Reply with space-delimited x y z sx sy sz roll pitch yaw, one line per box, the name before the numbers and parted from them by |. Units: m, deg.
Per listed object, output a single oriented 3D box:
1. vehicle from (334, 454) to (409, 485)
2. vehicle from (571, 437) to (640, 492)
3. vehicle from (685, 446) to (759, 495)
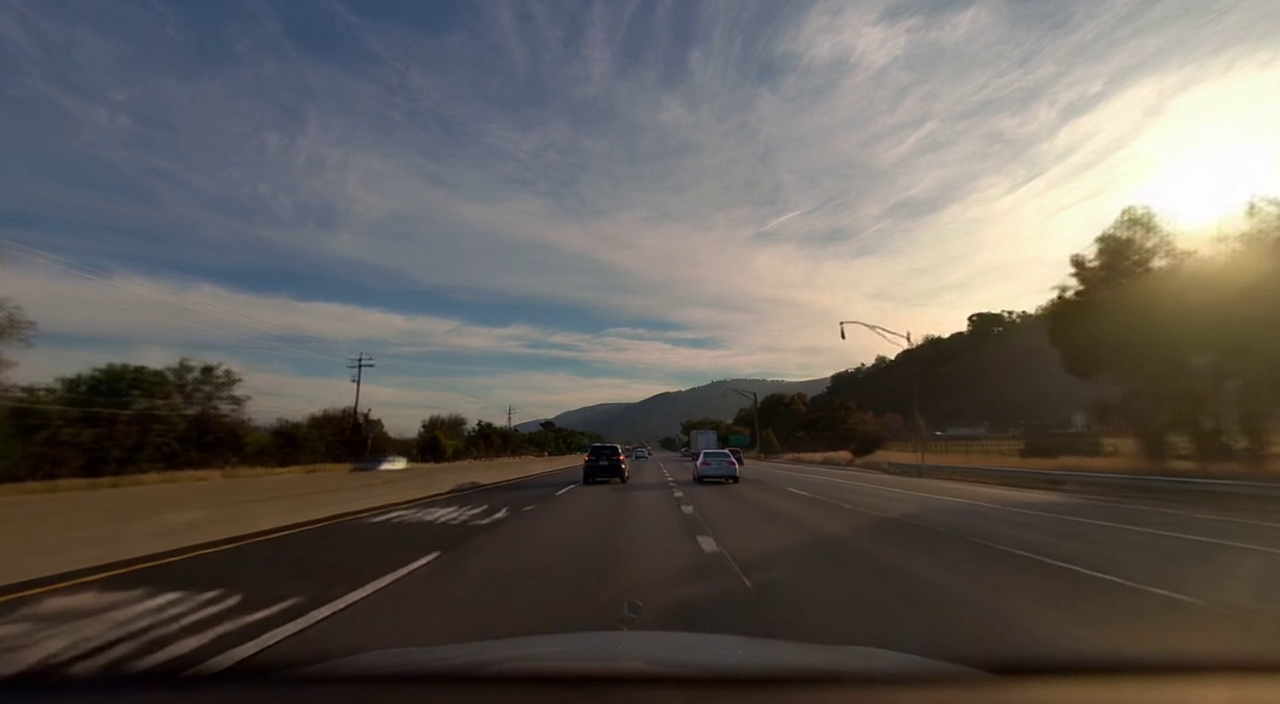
vehicle | -14.220 6.220 33.601 1.948 1.503 4.343 0 -9 2
vehicle | -1.099 3.940 22.331 2.142 1.724 4.344 0 -9 1
vehicle | 2.686 3.984 21.542 2.004 1.471 4.032 0 -9 1
